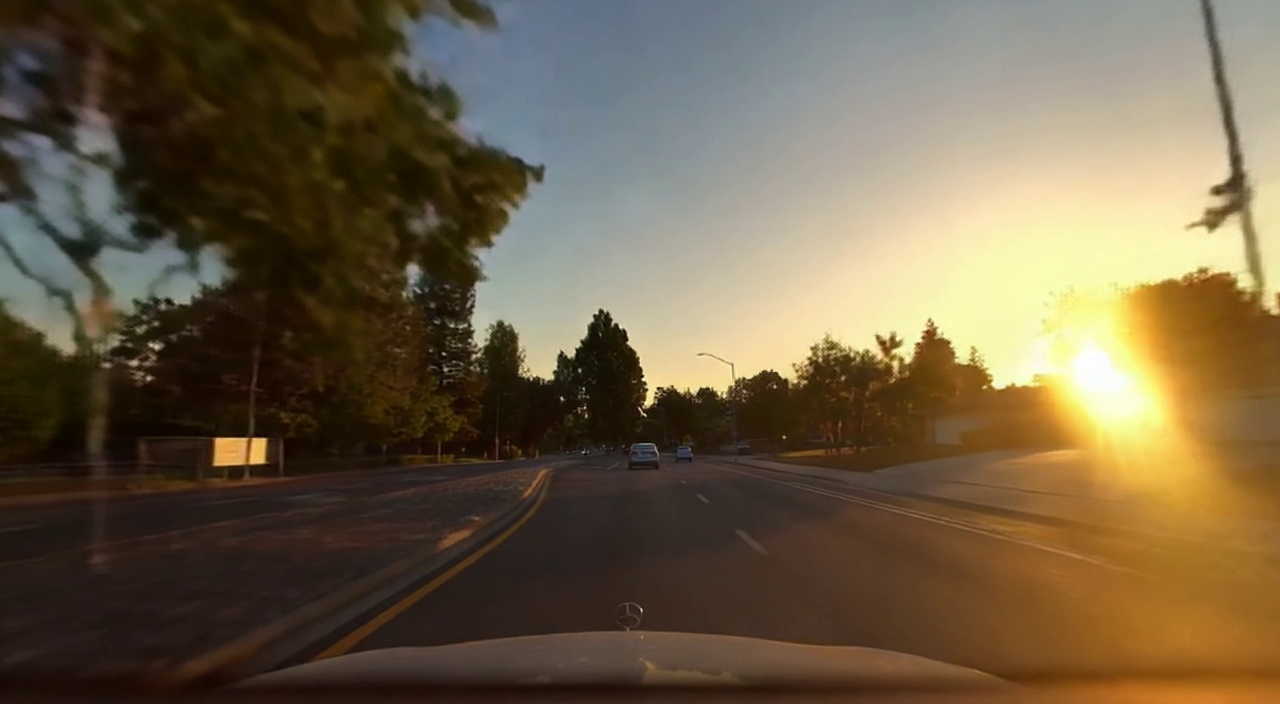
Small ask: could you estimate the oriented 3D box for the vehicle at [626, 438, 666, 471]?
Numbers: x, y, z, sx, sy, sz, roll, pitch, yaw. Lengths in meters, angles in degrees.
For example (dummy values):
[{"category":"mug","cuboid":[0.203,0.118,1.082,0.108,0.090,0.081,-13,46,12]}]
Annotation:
[{"category":"vehicle","cuboid":[0.285,6.005,36.952,2.165,1.783,4.391,0,-9,-2]}]
